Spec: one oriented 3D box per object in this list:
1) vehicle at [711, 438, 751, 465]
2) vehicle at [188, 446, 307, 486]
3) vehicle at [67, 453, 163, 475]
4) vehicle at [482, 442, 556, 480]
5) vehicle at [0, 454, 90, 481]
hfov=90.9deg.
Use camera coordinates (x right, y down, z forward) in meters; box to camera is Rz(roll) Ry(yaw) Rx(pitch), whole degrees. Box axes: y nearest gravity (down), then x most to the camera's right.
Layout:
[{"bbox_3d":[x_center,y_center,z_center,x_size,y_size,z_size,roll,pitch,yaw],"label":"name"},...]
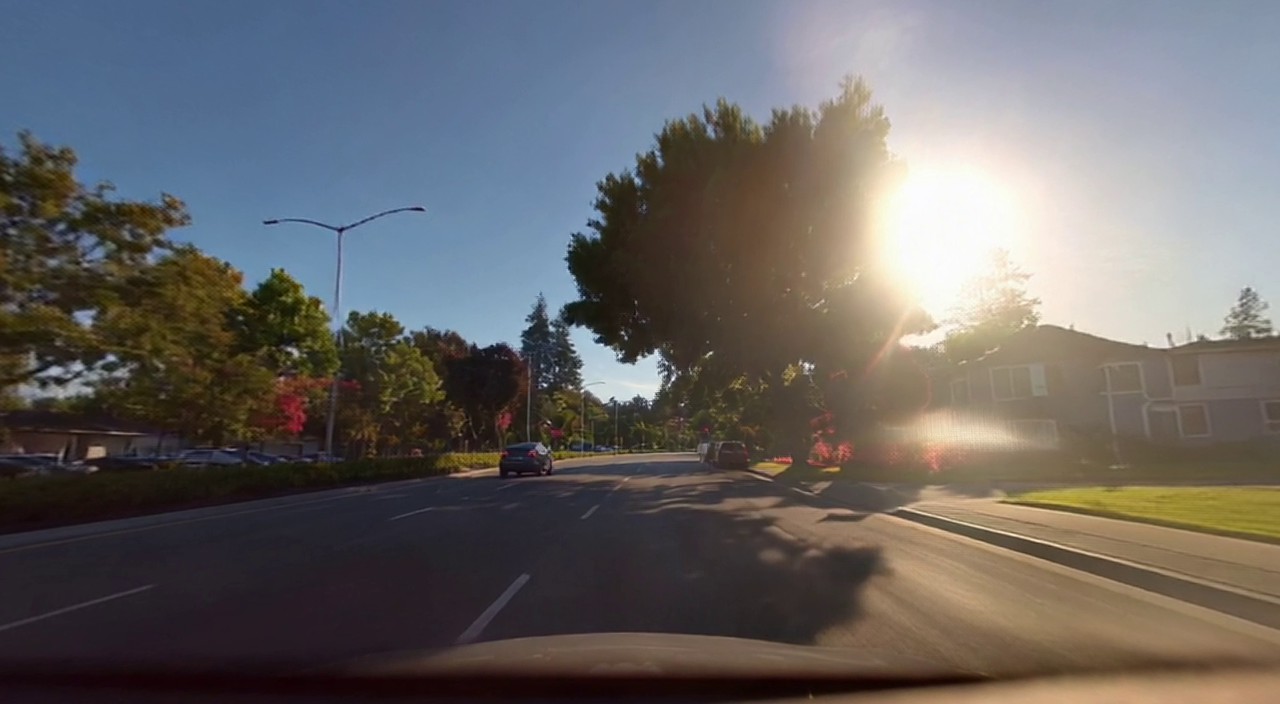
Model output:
[{"bbox_3d":[7.108,7.840,49.880,2.695,2.013,6.661,0,-9,5],"label":"vehicle"},{"bbox_3d":[-15.455,4.483,25.166,1.859,1.463,4.421,0,-9,1],"label":"vehicle"},{"bbox_3d":[-36.118,7.719,43.463,4.690,1.435,1.908,2,-10,-8],"label":"vehicle"},{"bbox_3d":[-5.102,4.666,27.245,2.060,1.473,4.645,0,-9,3],"label":"vehicle"},{"bbox_3d":[-34.896,6.690,36.610,3.856,1.439,1.884,2,-9,-13],"label":"vehicle"}]
